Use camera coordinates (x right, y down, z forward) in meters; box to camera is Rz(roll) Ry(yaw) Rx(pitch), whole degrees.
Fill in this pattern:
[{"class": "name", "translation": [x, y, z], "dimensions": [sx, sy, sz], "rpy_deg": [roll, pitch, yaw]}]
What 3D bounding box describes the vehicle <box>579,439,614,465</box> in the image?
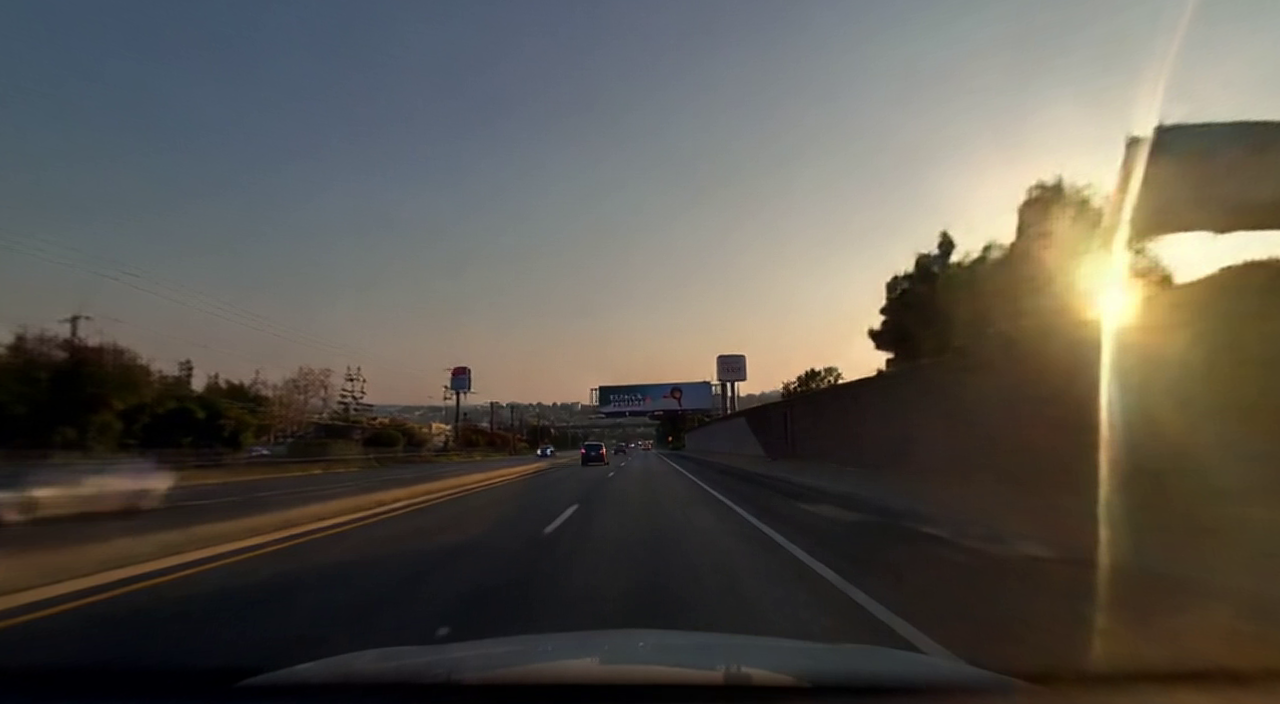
[{"class": "vehicle", "translation": [-3.263, 7.623, 48.212], "dimensions": [2.159, 1.793, 5.027], "rpy_deg": [-1, -8, 1]}]
